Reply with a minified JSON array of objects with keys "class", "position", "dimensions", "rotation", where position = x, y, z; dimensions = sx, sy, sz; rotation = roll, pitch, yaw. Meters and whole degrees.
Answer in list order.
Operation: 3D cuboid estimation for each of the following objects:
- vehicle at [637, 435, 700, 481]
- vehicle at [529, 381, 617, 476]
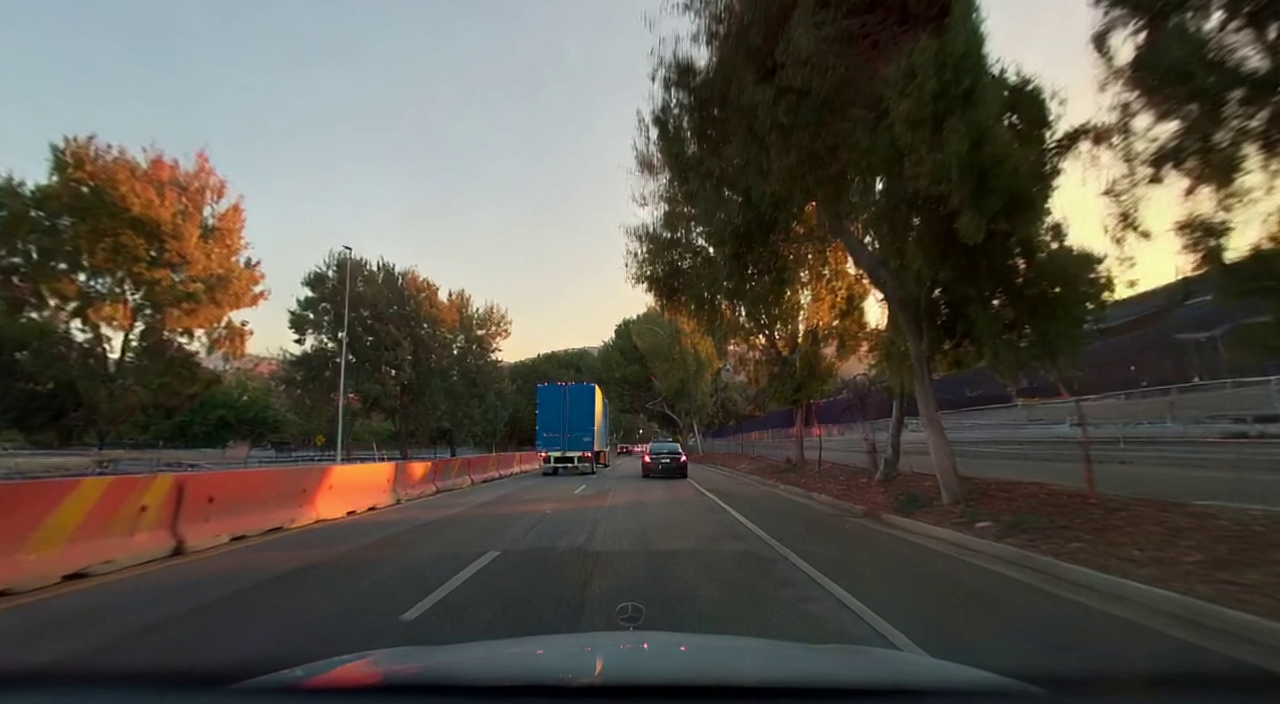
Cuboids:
[{"class":"vehicle","position":[1.038,4.204,25.288],"dimensions":[2.304,1.675,4.462],"rotation":[0,-8,0]},{"class":"vehicle","position":[-3.188,4.439,35.173],"dimensions":[2.906,4.115,15.715],"rotation":[0,-8,1]}]
